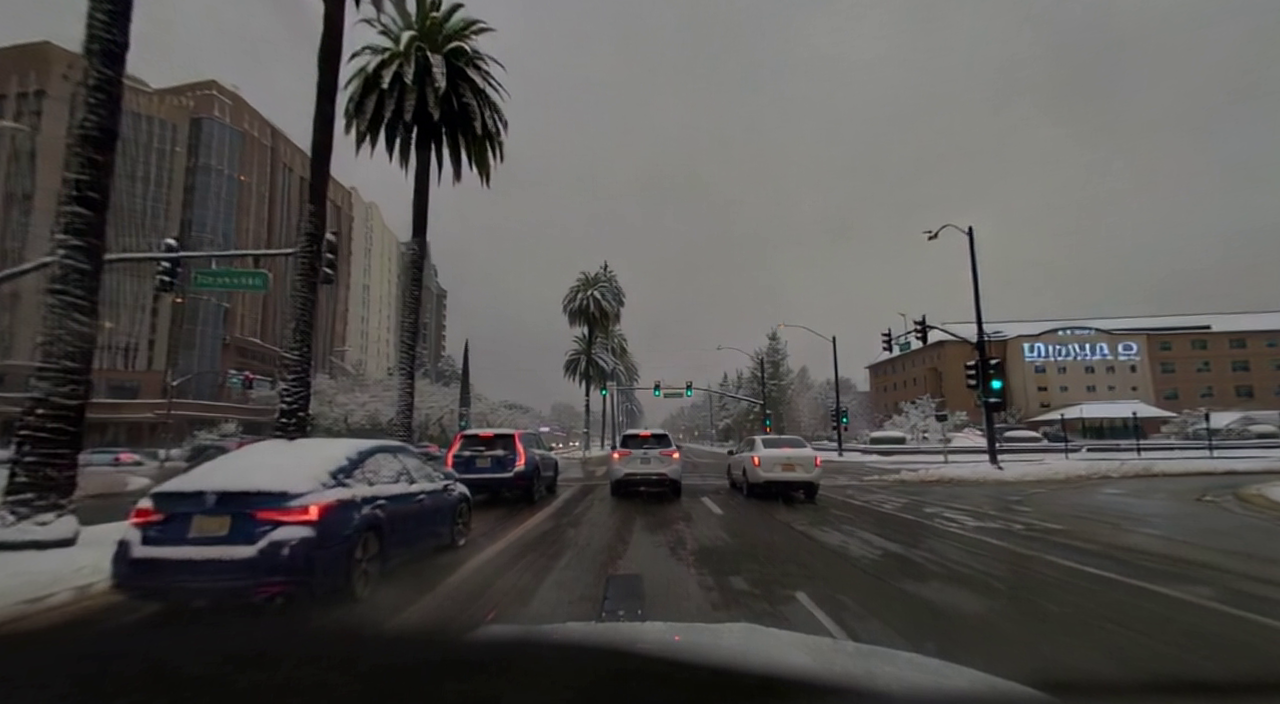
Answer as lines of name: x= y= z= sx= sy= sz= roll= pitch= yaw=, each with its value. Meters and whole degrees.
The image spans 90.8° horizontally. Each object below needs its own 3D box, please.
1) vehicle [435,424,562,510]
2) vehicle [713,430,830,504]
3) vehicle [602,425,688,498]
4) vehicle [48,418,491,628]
vehicle: x=-3.092 y=2.613 z=14.787 sx=1.938 sy=1.713 sz=4.048 roll=0 pitch=-9 yaw=1
vehicle: x=3.079 y=2.787 z=15.698 sx=1.936 sy=1.567 sz=3.896 roll=0 pitch=-9 yaw=-2
vehicle: x=0.127 y=2.947 z=17.290 sx=2.060 sy=1.730 sz=4.257 roll=0 pitch=-9 yaw=0
vehicle: x=-3.199 y=1.568 z=6.875 sx=1.962 sy=1.480 sz=4.605 roll=0 pitch=-9 yaw=1
